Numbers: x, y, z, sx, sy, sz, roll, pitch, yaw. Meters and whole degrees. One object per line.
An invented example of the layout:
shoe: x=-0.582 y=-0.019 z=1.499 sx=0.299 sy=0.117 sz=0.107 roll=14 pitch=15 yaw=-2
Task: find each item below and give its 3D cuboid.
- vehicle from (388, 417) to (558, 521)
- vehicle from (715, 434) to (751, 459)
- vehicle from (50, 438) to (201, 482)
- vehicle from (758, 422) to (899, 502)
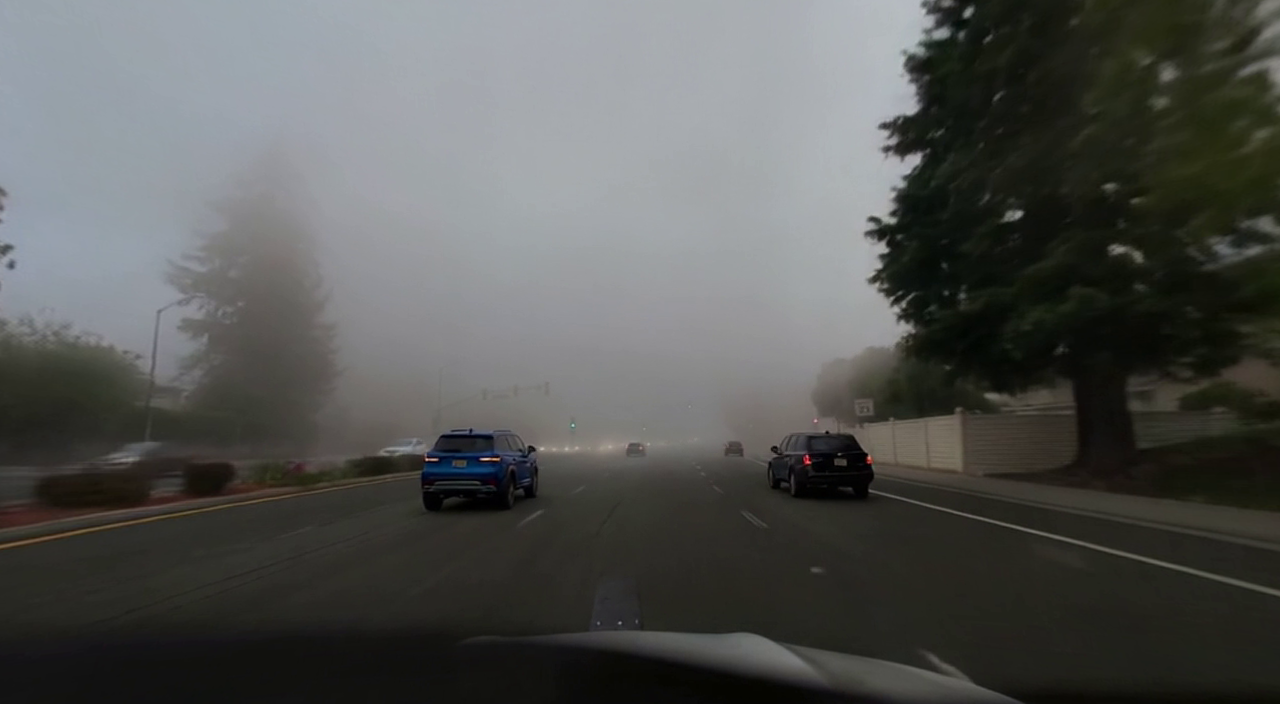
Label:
vehicle: x=-3.061 y=2.269 z=12.785 sx=2.045 sy=1.688 sz=4.632 roll=0 pitch=-8 yaw=2
vehicle: x=6.559 y=6.726 z=44.885 sx=2.169 sy=1.669 sz=4.037 roll=-1 pitch=-8 yaw=4
vehicle: x=-18.934 y=3.964 z=23.554 sx=1.821 sy=1.463 sz=4.363 roll=-1 pitch=-8 yaw=3
vehicle: x=4.343 y=2.627 z=15.437 sx=2.132 sy=1.659 sz=4.387 roll=0 pitch=-8 yaw=1
